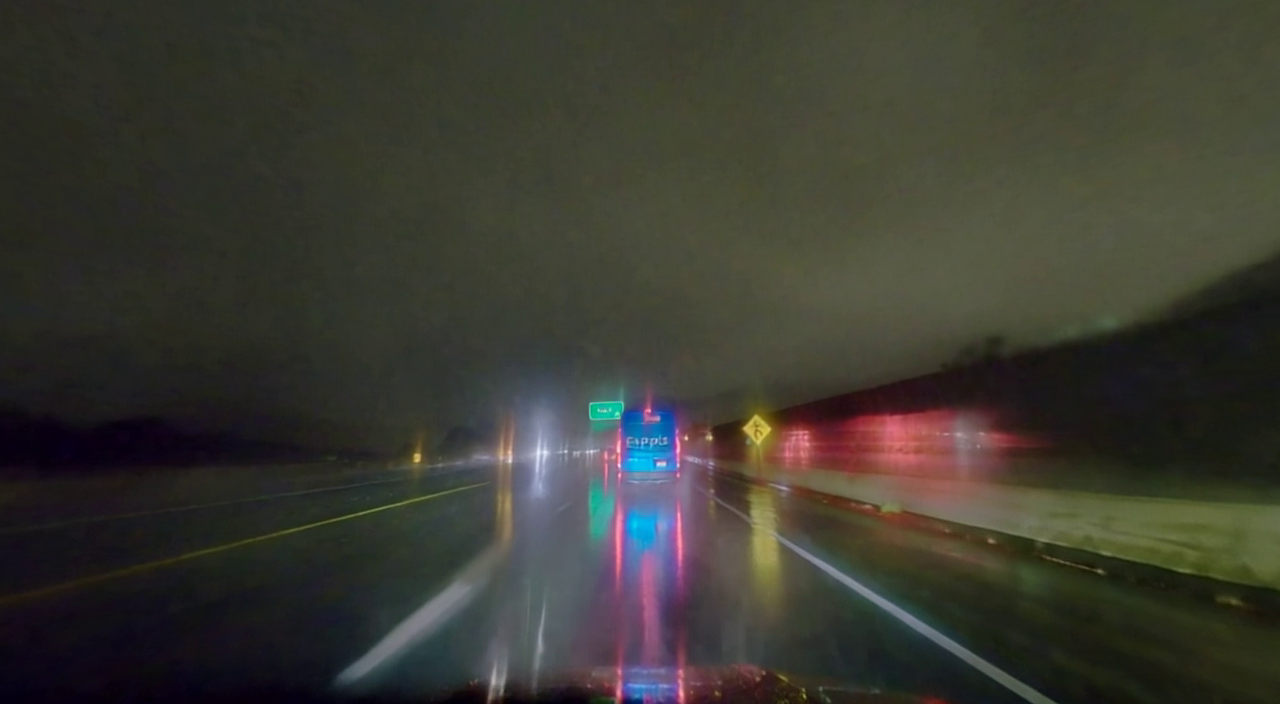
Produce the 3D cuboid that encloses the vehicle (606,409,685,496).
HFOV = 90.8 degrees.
[{"bbox_3d":[0.068,3.399,21.484,2.332,2.558,5.314,0,-9,-2],"label":"vehicle"}]
